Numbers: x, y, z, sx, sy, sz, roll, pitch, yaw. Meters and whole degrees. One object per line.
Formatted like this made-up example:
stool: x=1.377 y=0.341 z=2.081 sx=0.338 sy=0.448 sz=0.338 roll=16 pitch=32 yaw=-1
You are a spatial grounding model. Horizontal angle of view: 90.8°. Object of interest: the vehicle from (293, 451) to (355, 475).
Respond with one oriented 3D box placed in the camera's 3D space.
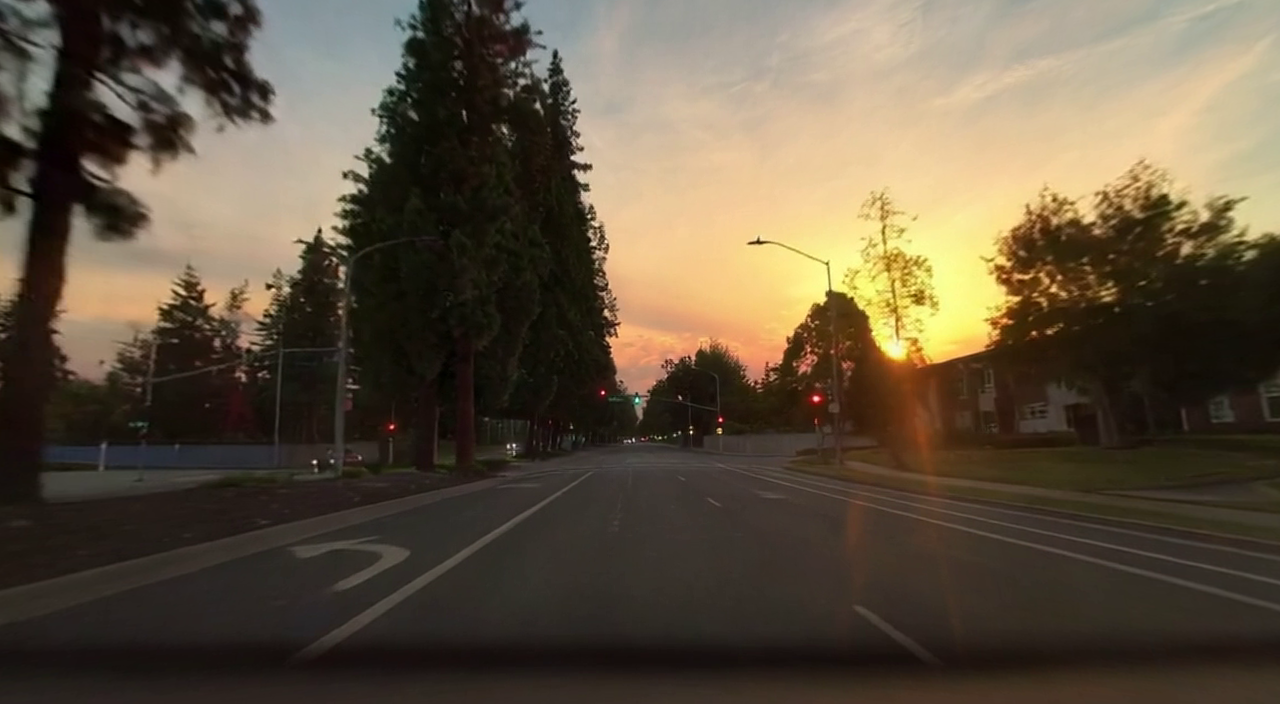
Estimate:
vehicle: x=-21.885 y=7.685 z=43.952 sx=1.864 sy=1.470 sz=4.642 roll=-1 pitch=-8 yaw=0
